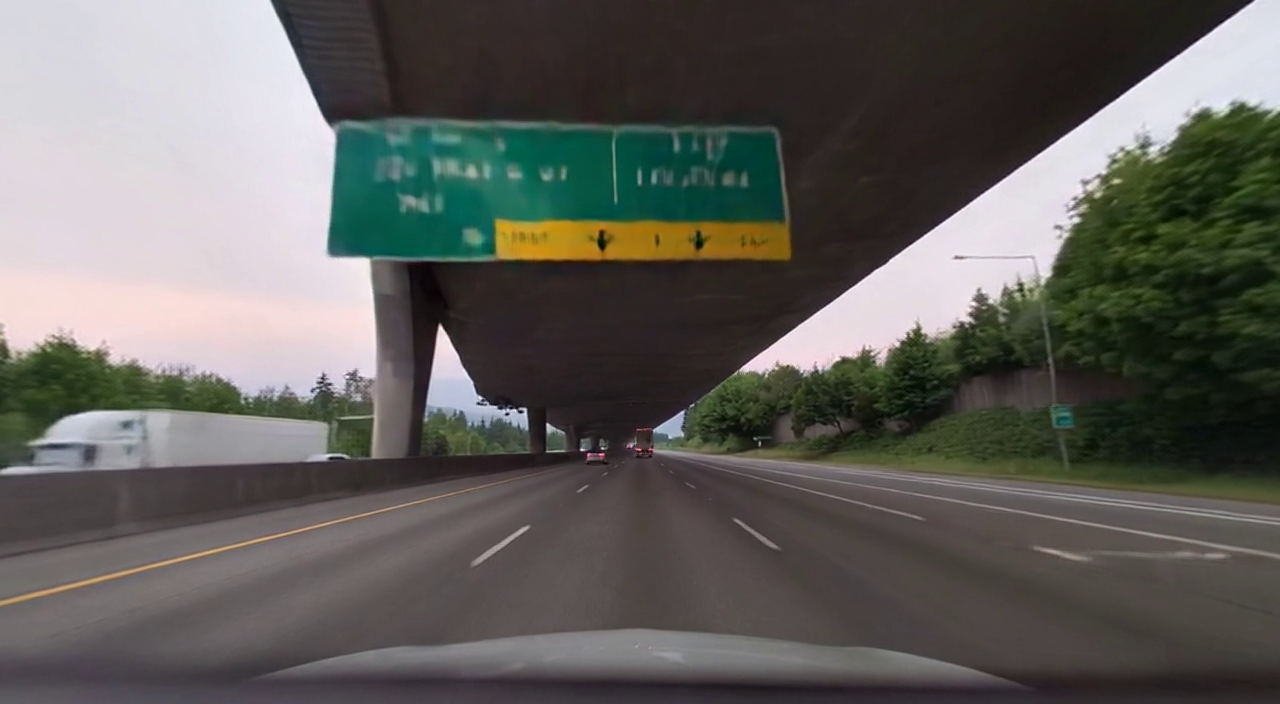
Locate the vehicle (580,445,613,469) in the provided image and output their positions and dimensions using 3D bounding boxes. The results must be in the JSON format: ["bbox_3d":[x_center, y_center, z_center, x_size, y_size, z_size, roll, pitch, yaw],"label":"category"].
[{"bbox_3d":[-3.267,8.018,48.377,2.160,1.724,4.997,0,-9,0],"label":"vehicle"}]

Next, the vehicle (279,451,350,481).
[{"bbox_3d":[-19.158,6.687,37.343,1.955,1.634,4.185,0,-9,0],"label":"vehicle"}]

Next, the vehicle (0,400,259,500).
[{"bbox_3d":[-23.659,4.733,30.628,3.453,3.942,10.998,0,-9,0],"label":"vehicle"}]
